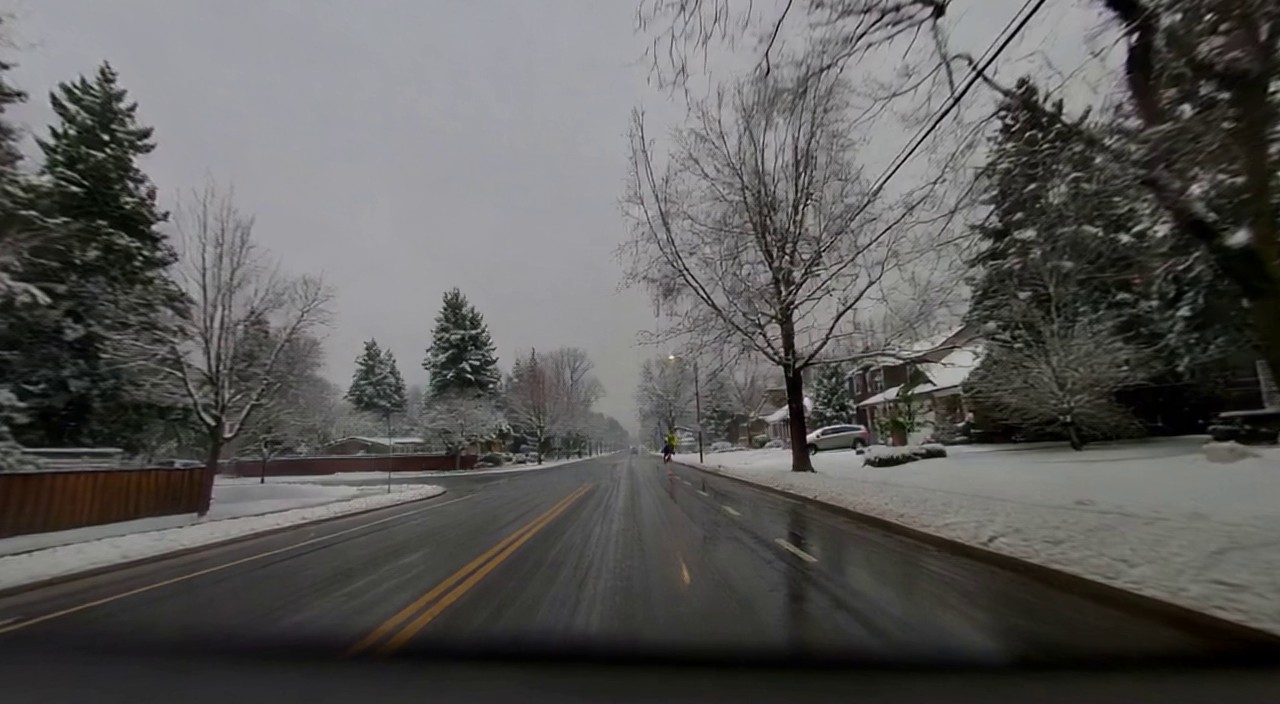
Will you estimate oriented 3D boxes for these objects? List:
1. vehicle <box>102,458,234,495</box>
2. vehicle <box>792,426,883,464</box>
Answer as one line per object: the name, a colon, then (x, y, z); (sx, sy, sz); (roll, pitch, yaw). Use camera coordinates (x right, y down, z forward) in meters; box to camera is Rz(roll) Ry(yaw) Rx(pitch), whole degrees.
vehicle: (-21.587, 5.677, 29.164); (1.852, 1.462, 4.585); (-3, -9, 18)
vehicle: (10.311, 4.880, 33.242); (4.146, 1.866, 1.897); (-2, -9, 6)
